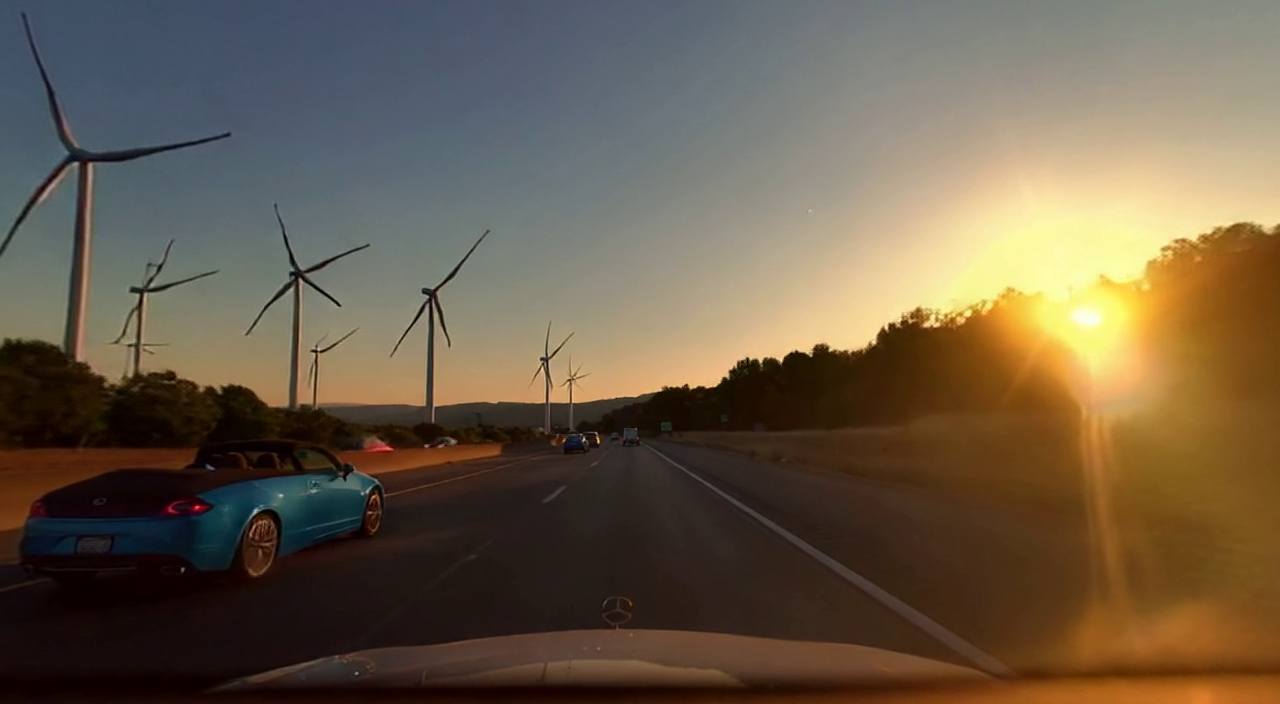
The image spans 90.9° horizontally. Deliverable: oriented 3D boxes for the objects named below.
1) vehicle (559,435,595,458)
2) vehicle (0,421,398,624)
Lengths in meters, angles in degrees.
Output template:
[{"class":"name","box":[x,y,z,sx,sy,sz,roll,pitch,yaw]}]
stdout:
[{"class":"vehicle","box":[-4.027,6.089,40.742,2.024,1.456,3.754,0,-8,-1]},{"class":"vehicle","box":[-4.316,1.486,6.588,1.969,1.413,4.194,0,-8,-1]}]
